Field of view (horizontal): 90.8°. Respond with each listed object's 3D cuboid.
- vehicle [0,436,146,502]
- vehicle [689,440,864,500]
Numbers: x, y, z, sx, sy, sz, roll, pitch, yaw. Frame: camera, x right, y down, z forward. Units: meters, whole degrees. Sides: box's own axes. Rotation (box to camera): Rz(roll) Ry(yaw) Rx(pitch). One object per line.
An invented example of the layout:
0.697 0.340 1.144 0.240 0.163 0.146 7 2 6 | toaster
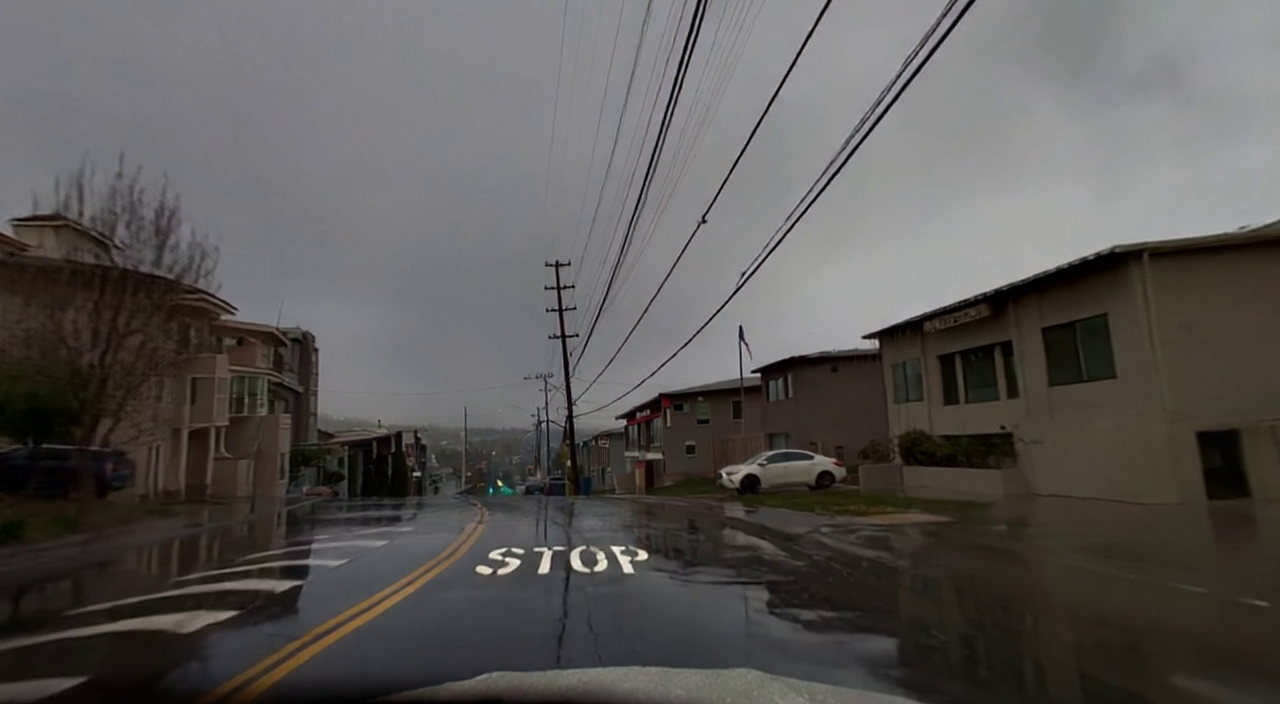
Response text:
-21.195 4.233 22.697 4.942 1.912 2.121 6 -22 -27 | vehicle
4.766 4.157 22.381 5.578 1.842 2.300 4 -9 -12 | vehicle
